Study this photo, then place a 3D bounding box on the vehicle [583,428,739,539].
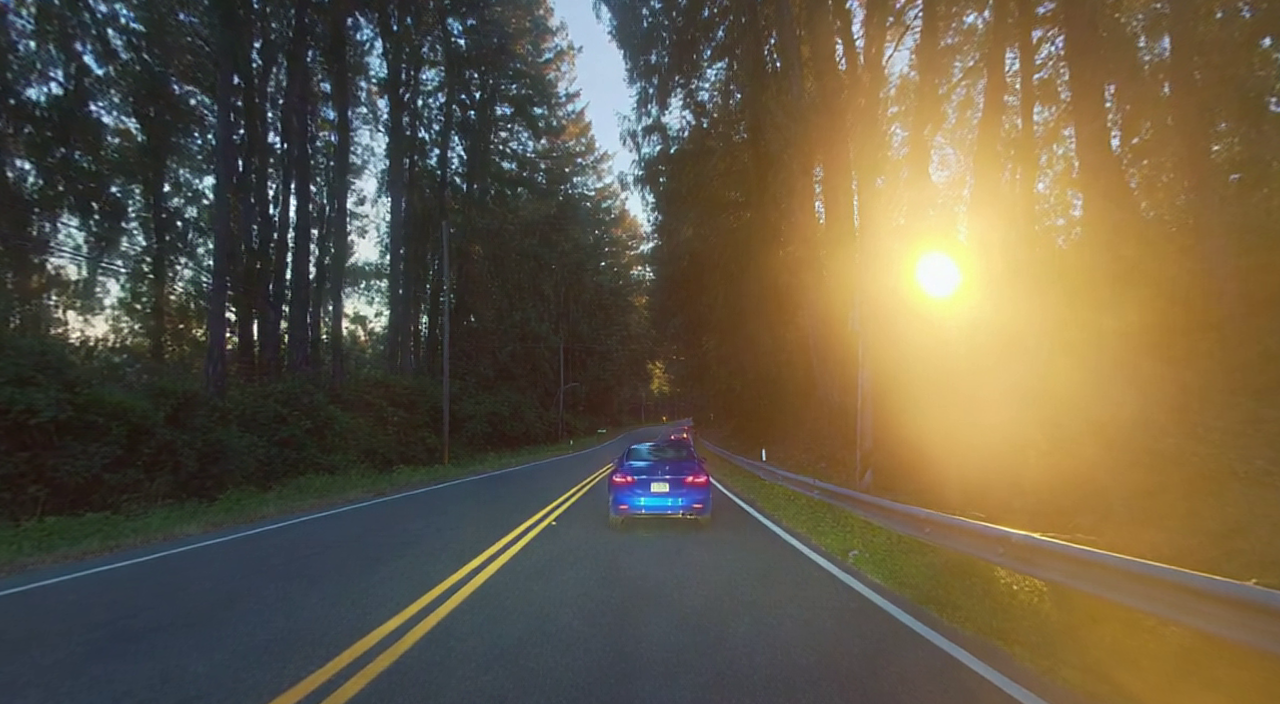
[{"bbox_3d":[0.306,2.124,10.766,2.187,1.533,3.726,0,-8,1],"label":"vehicle"}]
